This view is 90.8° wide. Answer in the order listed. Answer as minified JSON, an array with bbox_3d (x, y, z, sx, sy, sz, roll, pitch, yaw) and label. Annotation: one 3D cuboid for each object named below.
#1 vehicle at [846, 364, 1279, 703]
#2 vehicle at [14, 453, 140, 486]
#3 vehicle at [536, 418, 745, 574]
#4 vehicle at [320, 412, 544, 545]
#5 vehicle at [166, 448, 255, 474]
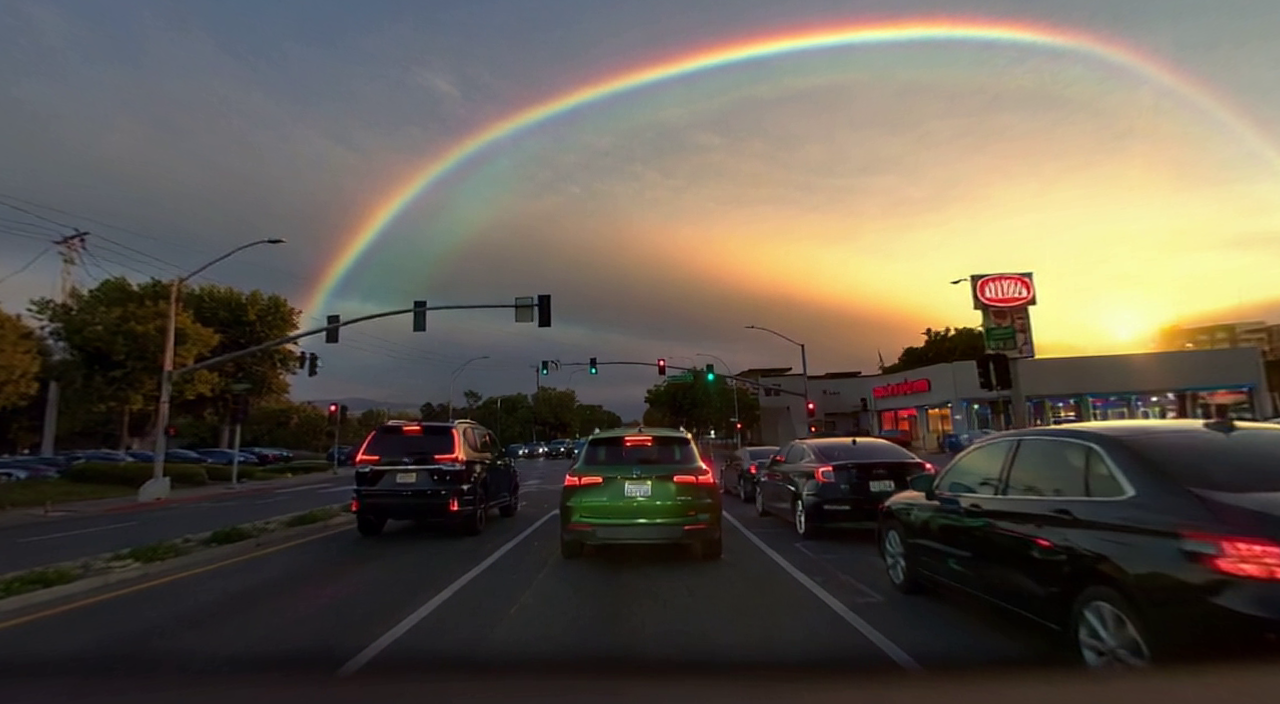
[{"bbox_3d":[2.959,1.079,3.879,1.922,1.508,4.330,0,-8,0],"label":"vehicle"},{"bbox_3d":[-27.249,5.678,30.769,4.107,1.427,1.883,3,-9,-23],"label":"vehicle"},{"bbox_3d":[-0.009,1.710,8.202,2.071,1.525,3.723,0,-8,0],"label":"vehicle"},{"bbox_3d":[-3.043,1.972,10.479,2.180,1.708,4.397,0,-8,0],"label":"vehicle"},{"bbox_3d":[-27.241,6.889,40.262,4.362,1.518,1.894,4,-9,-26],"label":"vehicle"}]
